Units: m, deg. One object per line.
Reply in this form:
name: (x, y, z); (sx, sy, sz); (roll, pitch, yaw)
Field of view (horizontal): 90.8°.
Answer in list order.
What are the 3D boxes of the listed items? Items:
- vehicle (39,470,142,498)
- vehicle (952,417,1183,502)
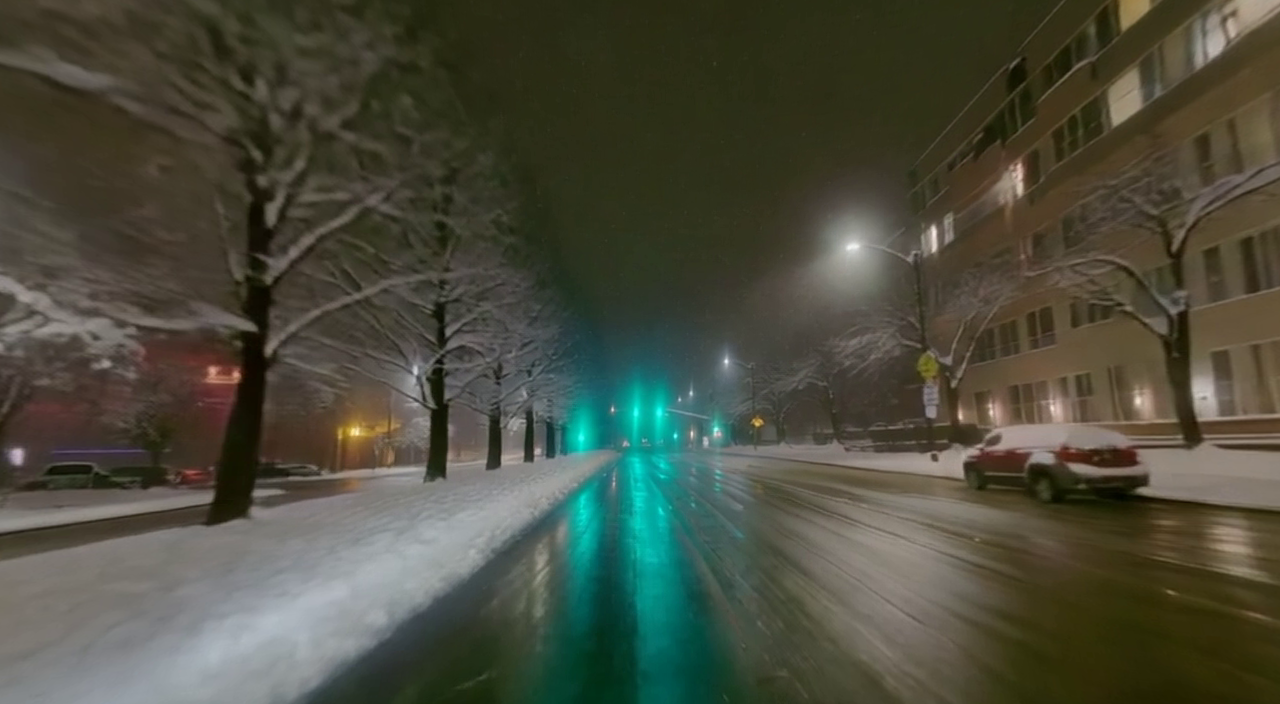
vehicle: (-30.674, 7.373, 35.384); (3.930, 1.431, 1.645); (2, -9, -12)
vehicle: (10.016, 2.579, 15.469); (2.051, 1.726, 4.898); (0, -9, -3)
